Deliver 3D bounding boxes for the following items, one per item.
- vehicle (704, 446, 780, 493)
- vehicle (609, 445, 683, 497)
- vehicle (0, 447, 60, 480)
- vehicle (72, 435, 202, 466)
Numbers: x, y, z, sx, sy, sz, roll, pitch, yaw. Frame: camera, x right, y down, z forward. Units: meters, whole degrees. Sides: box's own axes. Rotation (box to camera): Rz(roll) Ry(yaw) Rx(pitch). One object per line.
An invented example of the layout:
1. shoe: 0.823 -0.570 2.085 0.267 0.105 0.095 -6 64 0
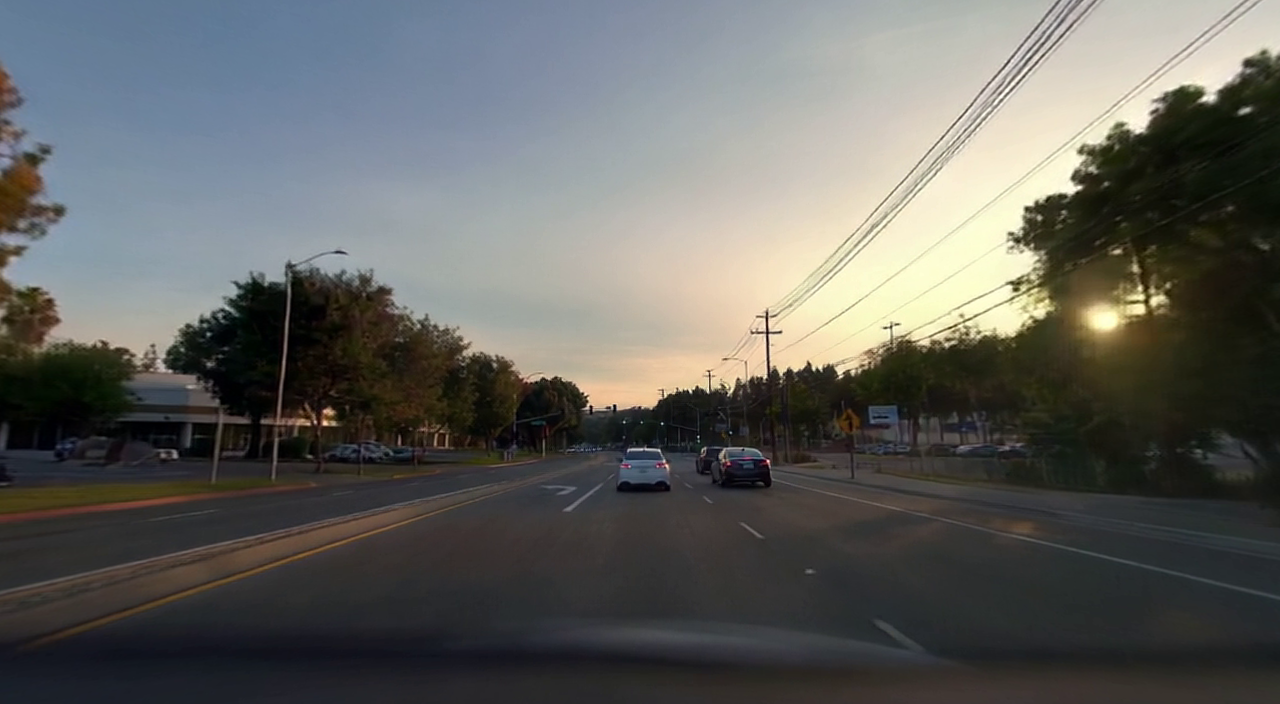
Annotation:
1. vehicle: 3.472 4.073 22.228 1.985 1.489 4.036 0 -8 -1
2. vehicle: 0.125 3.717 20.157 2.144 1.473 4.028 0 -8 -1
3. vehicle: -30.225 5.379 30.634 1.939 1.459 3.953 5 -10 -29
4. vehicle: -34.575 6.784 43.499 6.282 2.011 3.033 0 -8 -3
